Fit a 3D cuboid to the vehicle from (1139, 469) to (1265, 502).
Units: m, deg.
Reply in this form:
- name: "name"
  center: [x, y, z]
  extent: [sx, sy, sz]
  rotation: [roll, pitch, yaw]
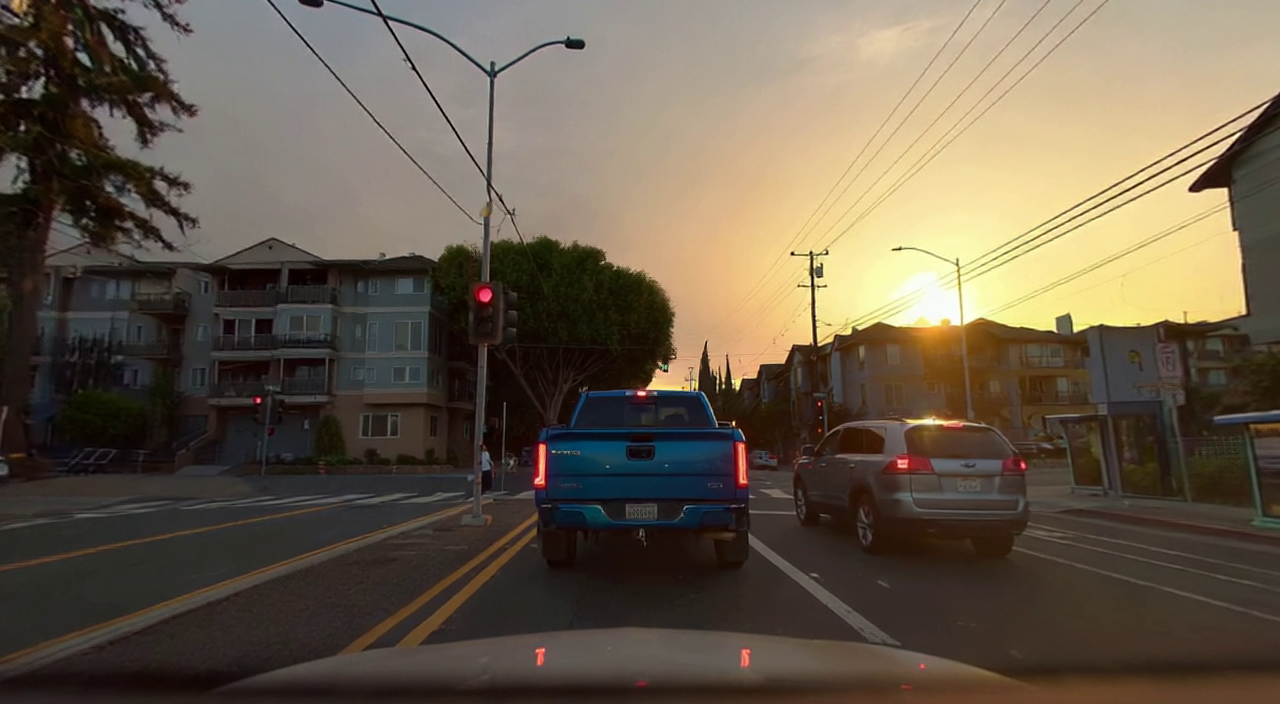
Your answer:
- name: "vehicle"
  center: [26.396, 6.266, 29.699]
  extent: [4.071, 1.388, 1.884]
  rotation: [0, -8, 1]

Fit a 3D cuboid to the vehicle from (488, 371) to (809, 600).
- name: "vehicle"
  center: [0.103, 1.512, 8.022]
  extent: [2.738, 1.959, 5.070]
  rotation: [0, -8, 1]

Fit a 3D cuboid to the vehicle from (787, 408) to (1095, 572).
- name: "vehicle"
  center: [3.835, 1.853, 9.288]
  extent: [2.131, 1.759, 4.762]
  rotation: [0, -8, 0]

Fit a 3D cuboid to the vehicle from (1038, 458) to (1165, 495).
- name: "vehicle"
  center: [21.785, 5.864, 29.884]
  extent: [4.498, 1.618, 1.843]
  rotation: [0, -8, 0]

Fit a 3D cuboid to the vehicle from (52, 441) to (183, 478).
- name: "vehicle"
  center: [-24.858, 5.115, 30.108]
  extent: [4.563, 1.692, 1.778]
  rotation: [0, -8, -2]
